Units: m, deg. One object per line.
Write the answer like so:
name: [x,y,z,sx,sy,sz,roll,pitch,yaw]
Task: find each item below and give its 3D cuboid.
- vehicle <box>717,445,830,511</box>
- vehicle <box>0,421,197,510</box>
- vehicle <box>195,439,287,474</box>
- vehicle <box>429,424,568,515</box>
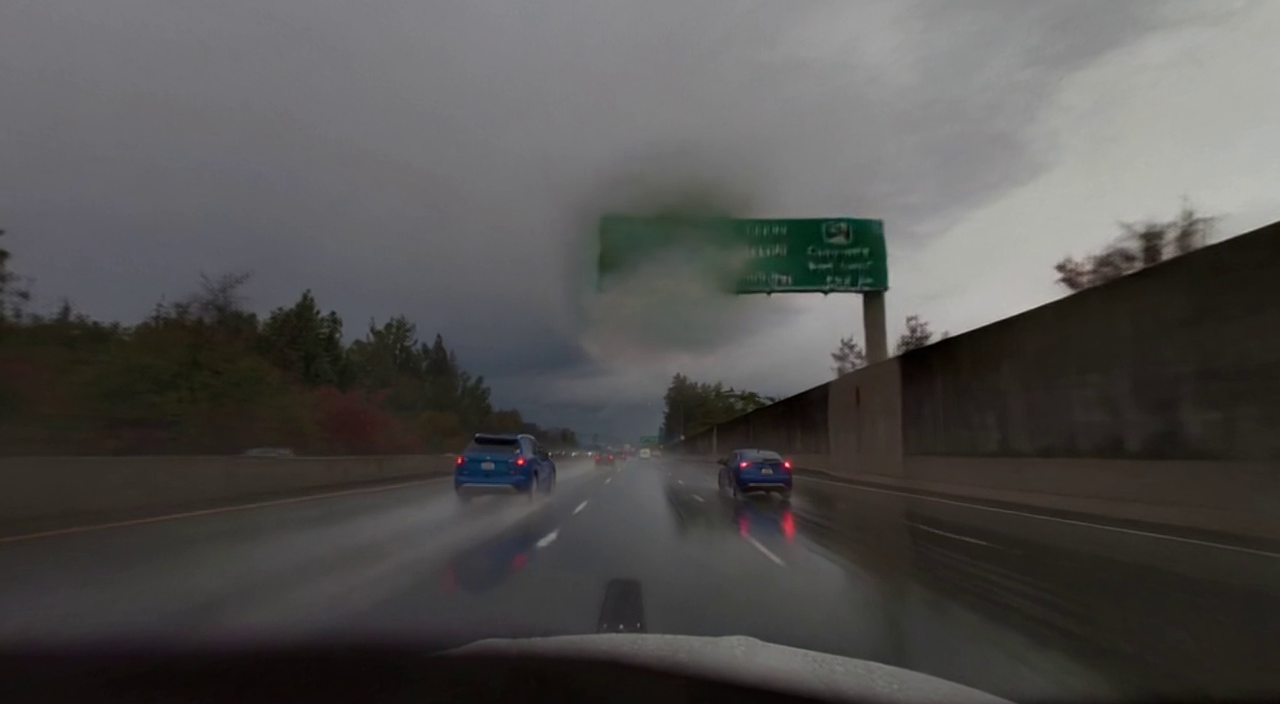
vehicle: [3.330,3.215,16.589,1.979,1.486,4.125,0,-9,-1]
vehicle: [-11.836,2.308,13.215,1.902,1.539,4.310,0,-9,0]
vehicle: [-21.503,5.657,34.219,1.978,1.716,4.532,0,-9,0]
vehicle: [-3.029,2.651,14.623,2.137,1.756,4.453,0,-9,1]
